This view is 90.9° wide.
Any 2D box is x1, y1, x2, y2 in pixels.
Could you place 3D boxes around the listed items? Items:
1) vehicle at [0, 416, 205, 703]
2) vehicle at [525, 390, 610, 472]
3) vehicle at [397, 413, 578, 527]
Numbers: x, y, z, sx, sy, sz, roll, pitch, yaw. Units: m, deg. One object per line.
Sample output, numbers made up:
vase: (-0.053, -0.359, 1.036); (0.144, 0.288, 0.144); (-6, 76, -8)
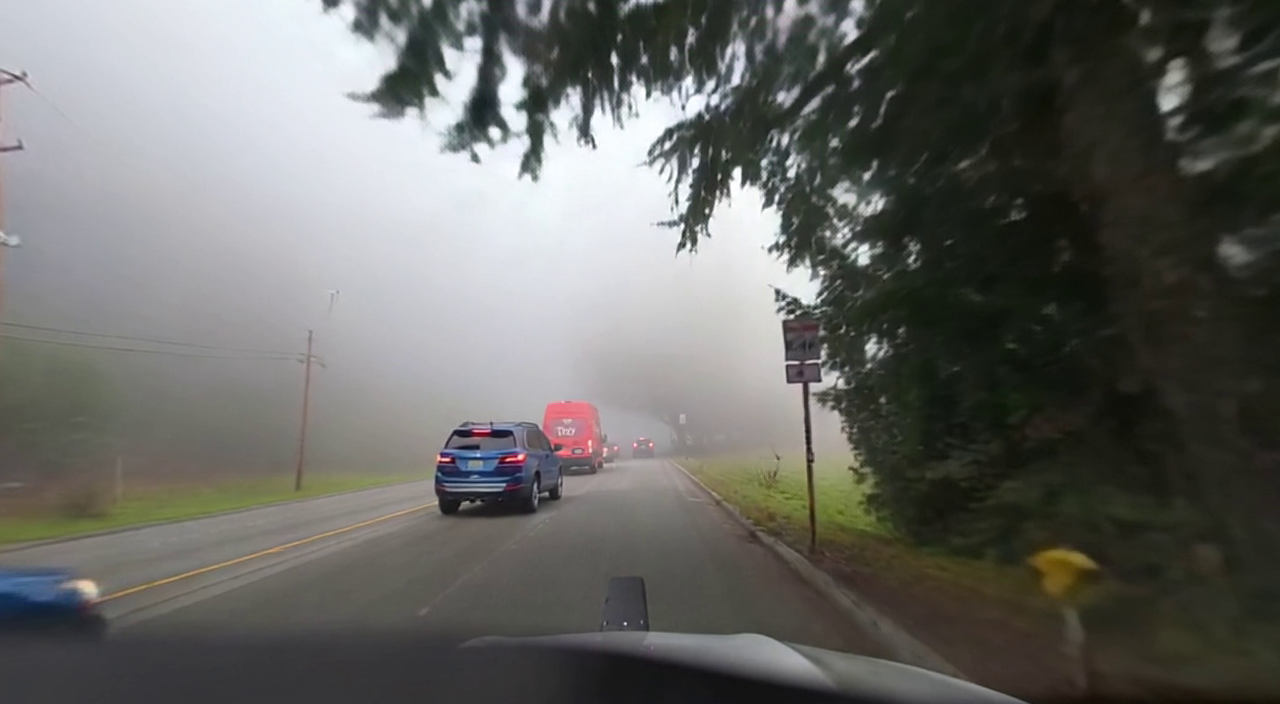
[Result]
vehicle: (-3.336, 0.780, 0.954); (1.966, 1.466, 4.699); (0, -8, 1)
vehicle: (-3.051, 3.769, 29.260); (2.818, 3.181, 9.114); (0, -8, 0)
vehicle: (-2.743, 2.316, 13.001); (2.187, 1.821, 5.501); (-1, -8, 2)
